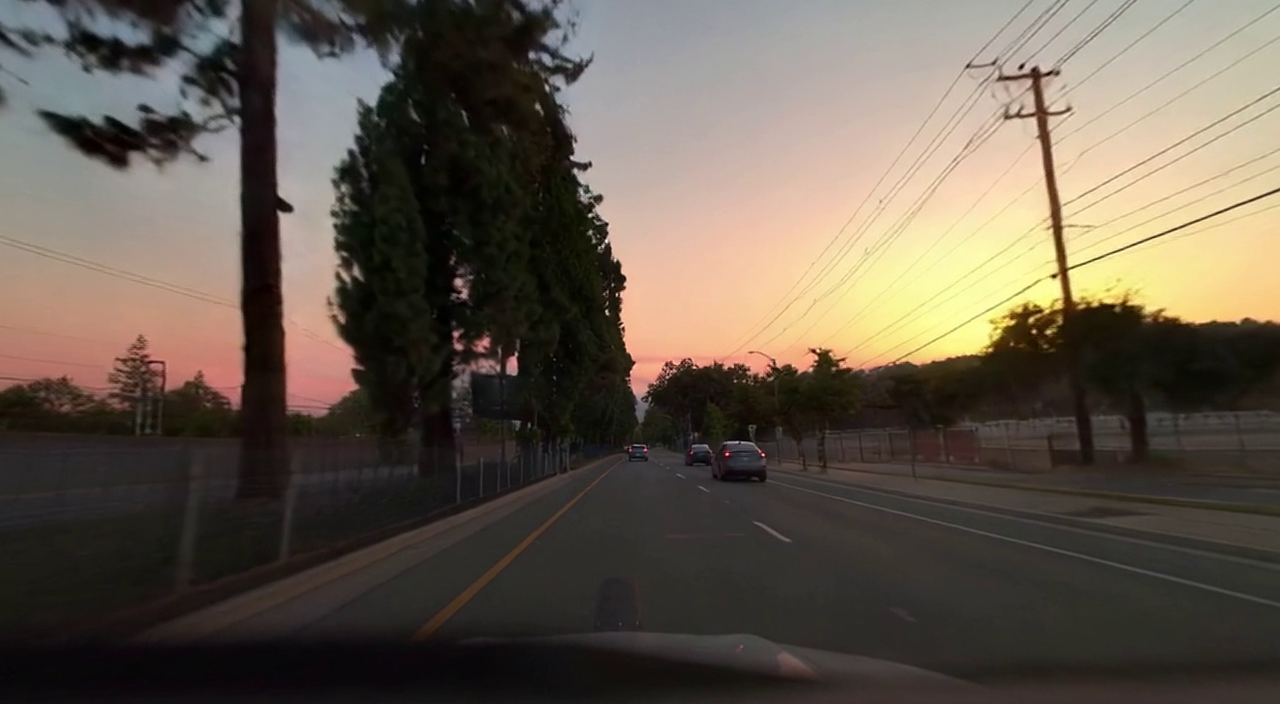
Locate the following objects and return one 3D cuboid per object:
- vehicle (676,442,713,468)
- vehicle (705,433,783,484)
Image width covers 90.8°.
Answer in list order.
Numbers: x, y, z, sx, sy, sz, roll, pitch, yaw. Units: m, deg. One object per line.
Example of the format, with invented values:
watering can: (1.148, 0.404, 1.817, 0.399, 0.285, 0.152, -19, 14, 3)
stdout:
vehicle: (3.688, 7.080, 43.500, 2.012, 1.653, 4.115, 0, -9, -2)
vehicle: (3.950, 4.145, 24.891, 2.112, 1.825, 4.574, 0, -9, -2)
